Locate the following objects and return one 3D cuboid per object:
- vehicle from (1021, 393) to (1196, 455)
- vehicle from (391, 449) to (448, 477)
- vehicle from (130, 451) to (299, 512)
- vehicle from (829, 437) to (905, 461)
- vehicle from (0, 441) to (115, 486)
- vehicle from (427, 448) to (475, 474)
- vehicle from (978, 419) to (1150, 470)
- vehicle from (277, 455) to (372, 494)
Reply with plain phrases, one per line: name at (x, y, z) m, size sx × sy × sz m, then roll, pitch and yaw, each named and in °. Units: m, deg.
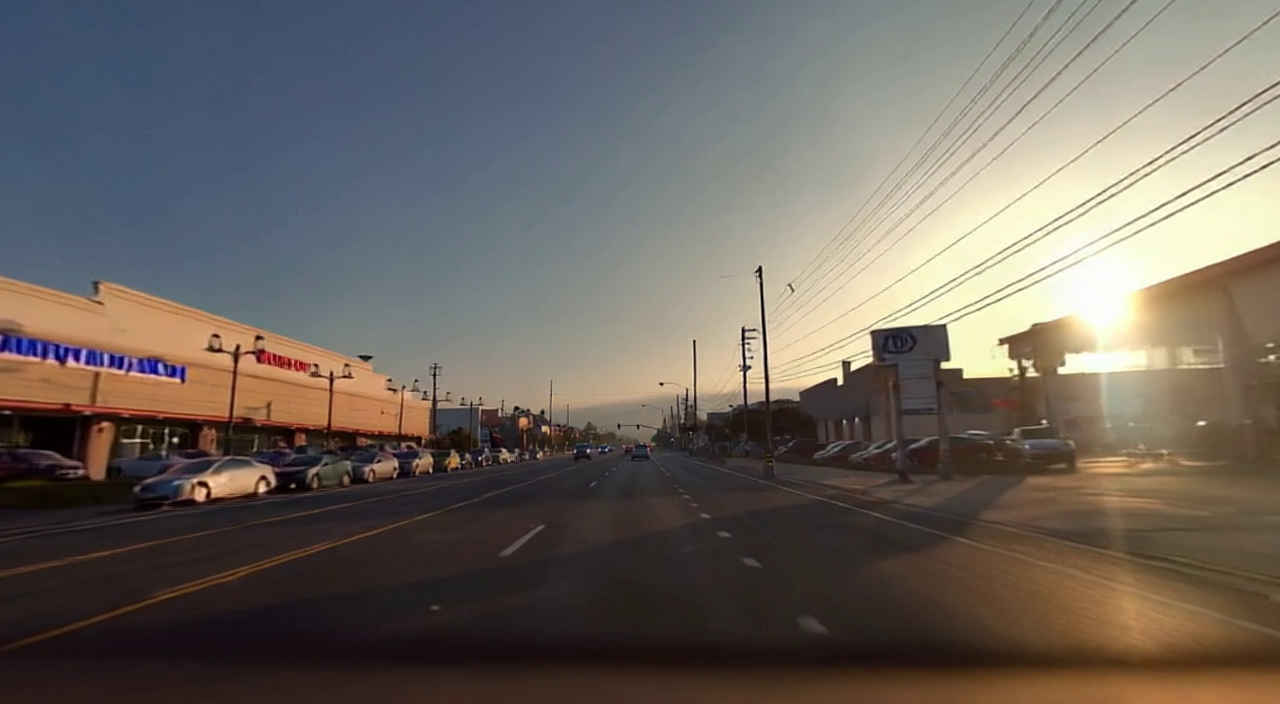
vehicle at (29.660, 4.637, 40.258) m, size 8.821 × 3.745 × 2.909 m, roll 0°, pitch -9°, yaw -3°
vehicle at (-13.635, 6.841, 39.283) m, size 1.901 × 1.552 × 4.541 m, roll 0°, pitch -8°, yaw 0°
vehicle at (-13.694, 4.140, 20.830) m, size 2.014 × 1.523 × 5.092 m, roll -3°, pitch -8°, yaw 1°
vehicle at (15.054, 6.436, 42.142) m, size 4.300 × 1.431 × 1.937 m, roll -2°, pitch -7°, yaw 1°
vehicle at (-23.889, 4.336, 24.740) m, size 4.527 × 1.679 × 2.055 m, roll 3°, pitch -9°, yaw -18°
vehicle at (-13.421, 7.740, 45.138) m, size 1.793 × 1.534 × 5.400 m, roll -2°, pitch -7°, yaw 0°
vehicle at (15.401, 3.396, 23.177) m, size 4.667 × 1.775 × 2.199 m, roll 0°, pitch -8°, yaw -1°
vehicle at (-13.574, 5.253, 27.535) m, size 1.791 × 1.377 × 4.807 m, roll -2°, pitch -8°, yaw -1°
